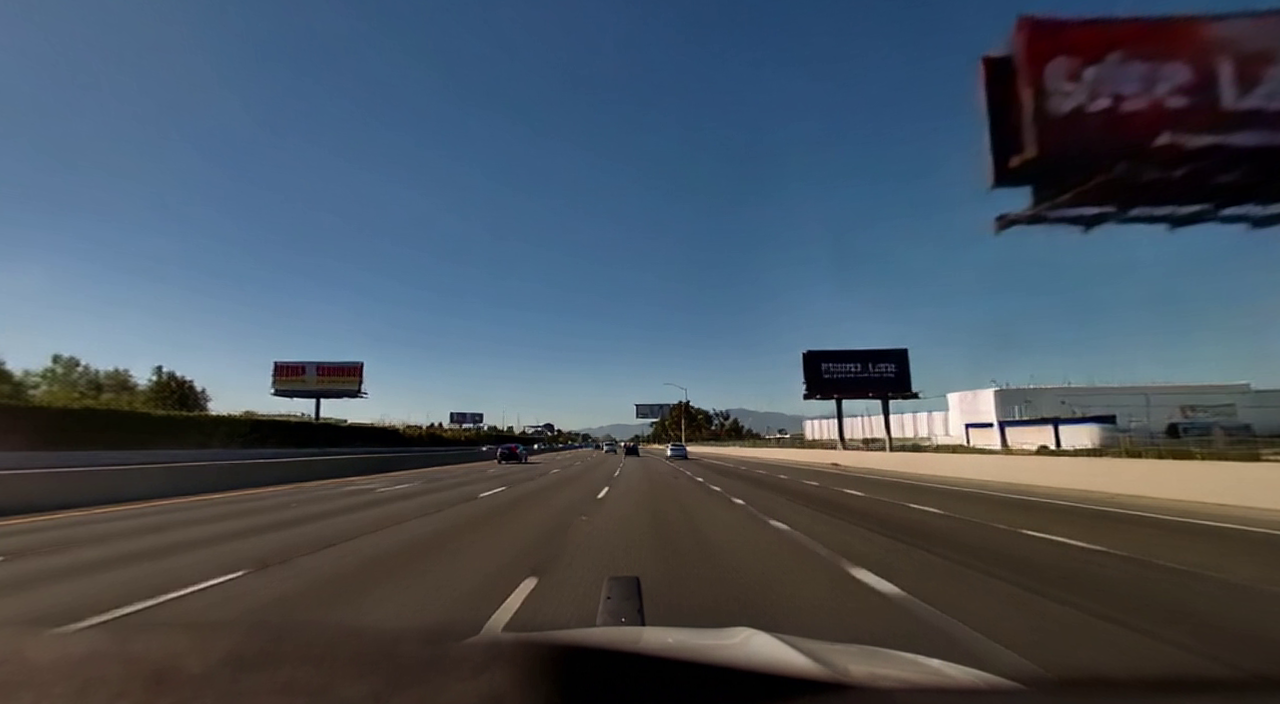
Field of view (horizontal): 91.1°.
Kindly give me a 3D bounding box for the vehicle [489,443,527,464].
[{"bbox_3d":[-10.311,7.959,49.277,1.974,1.513,4.584,0,-9,0],"label":"vehicle"}]
